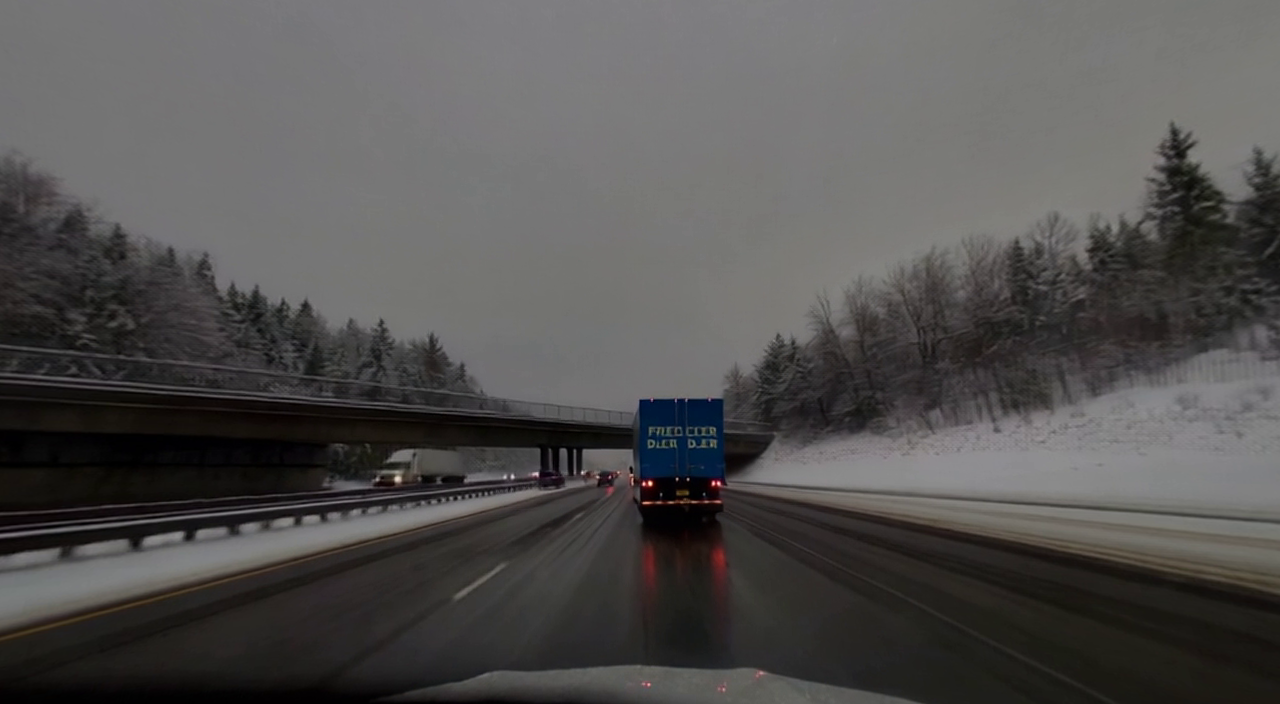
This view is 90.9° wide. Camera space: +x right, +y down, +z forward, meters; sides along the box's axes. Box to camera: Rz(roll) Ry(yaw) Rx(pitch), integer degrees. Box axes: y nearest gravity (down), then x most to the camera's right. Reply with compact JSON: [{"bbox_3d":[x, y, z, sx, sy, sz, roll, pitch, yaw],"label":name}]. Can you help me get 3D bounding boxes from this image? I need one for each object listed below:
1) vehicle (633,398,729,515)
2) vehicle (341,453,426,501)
[{"bbox_3d":[1.318,4.323,25.671,2.980,3.834,9.423,1,-11,-1],"label":"vehicle"},{"bbox_3d":[-16.749,8.230,41.726,2.628,2.850,6.822,0,-11,1],"label":"vehicle"}]
